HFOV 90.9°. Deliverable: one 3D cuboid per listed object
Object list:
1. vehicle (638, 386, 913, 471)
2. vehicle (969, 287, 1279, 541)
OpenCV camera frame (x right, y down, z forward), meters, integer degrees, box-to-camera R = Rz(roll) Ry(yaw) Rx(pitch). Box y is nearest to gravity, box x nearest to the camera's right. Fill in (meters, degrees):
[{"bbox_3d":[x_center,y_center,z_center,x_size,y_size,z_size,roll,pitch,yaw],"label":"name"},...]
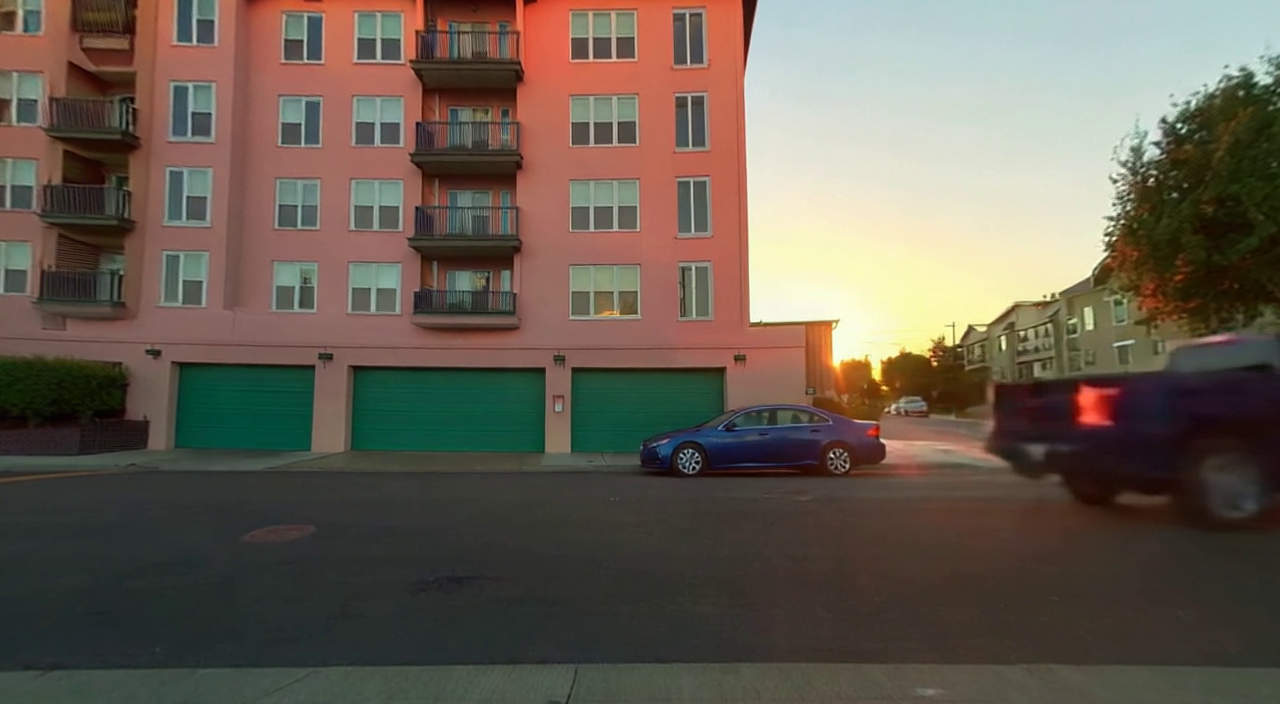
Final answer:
[{"bbox_3d":[2.314,1.448,11.786,4.697,1.444,1.825,0,-8,-1],"label":"vehicle"},{"bbox_3d":[6.498,0.606,6.003,5.448,1.974,2.176,0,-8,0],"label":"vehicle"}]
